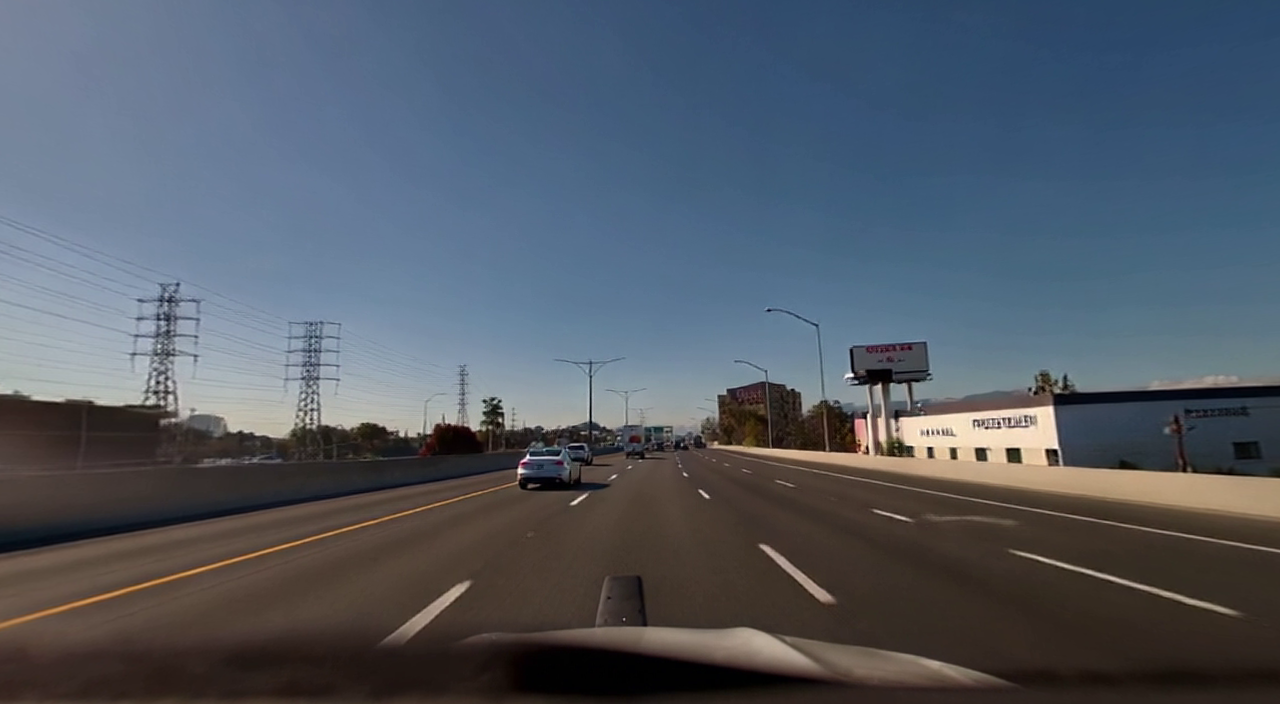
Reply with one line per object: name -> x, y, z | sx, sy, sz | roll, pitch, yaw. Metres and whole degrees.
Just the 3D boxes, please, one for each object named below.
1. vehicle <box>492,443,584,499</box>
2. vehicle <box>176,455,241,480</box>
vehicle -> -2.833, 3.402, 18.437 | 1.891, 1.444, 3.968 | 0, -9, 2
vehicle -> -26.119, 6.967, 38.290 | 1.488, 1.366, 3.338 | -1, -8, 1
